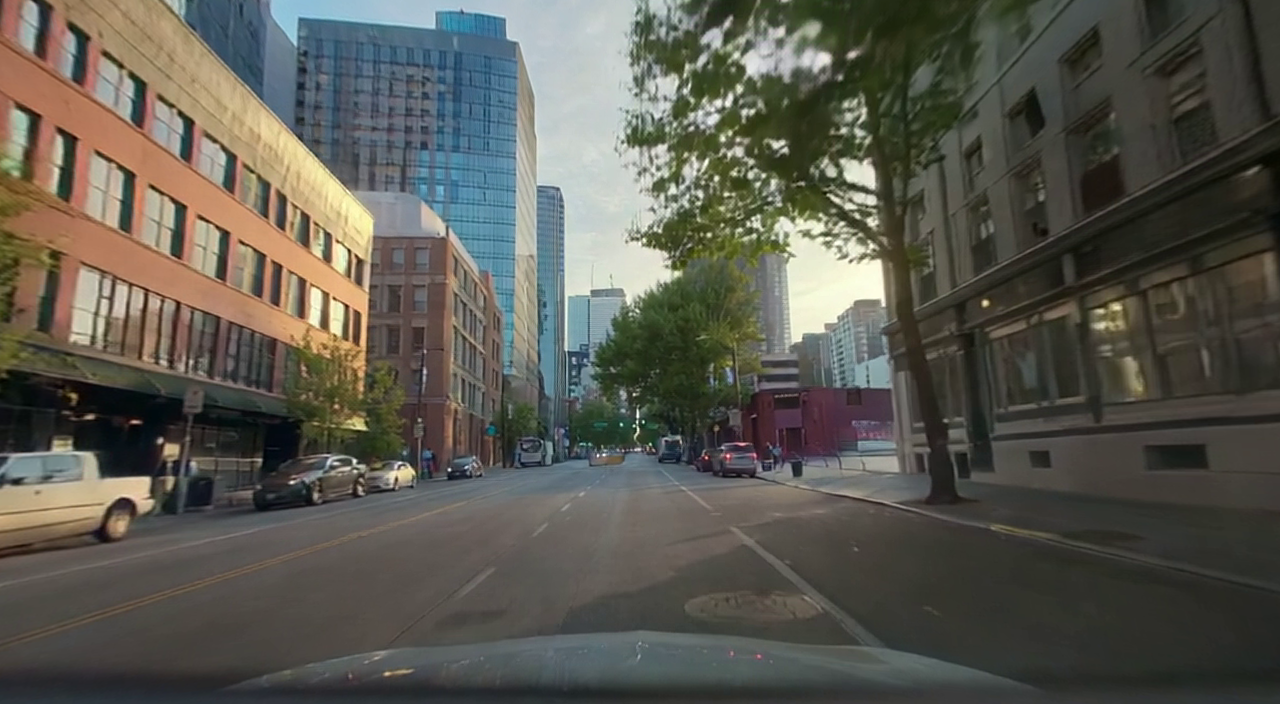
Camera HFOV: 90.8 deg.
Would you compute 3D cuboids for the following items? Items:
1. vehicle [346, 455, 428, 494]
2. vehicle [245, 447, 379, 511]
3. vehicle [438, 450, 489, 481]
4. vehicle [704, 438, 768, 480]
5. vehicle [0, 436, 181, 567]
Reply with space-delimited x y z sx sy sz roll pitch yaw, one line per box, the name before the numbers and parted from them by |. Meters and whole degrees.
vehicle | -11.376 5.532 28.758 2.007 1.511 4.280 -4 -10 0
vehicle | -11.335 4.374 22.407 1.970 1.828 5.519 -3 -9 -2
vehicle | -11.261 7.259 40.602 2.039 1.770 4.445 -3 -10 -1
vehicle | 4.637 5.288 31.423 2.237 1.908 5.320 0 -9 -1
vehicle | -10.836 2.400 10.010 2.574 1.922 6.292 -4 -9 -1
